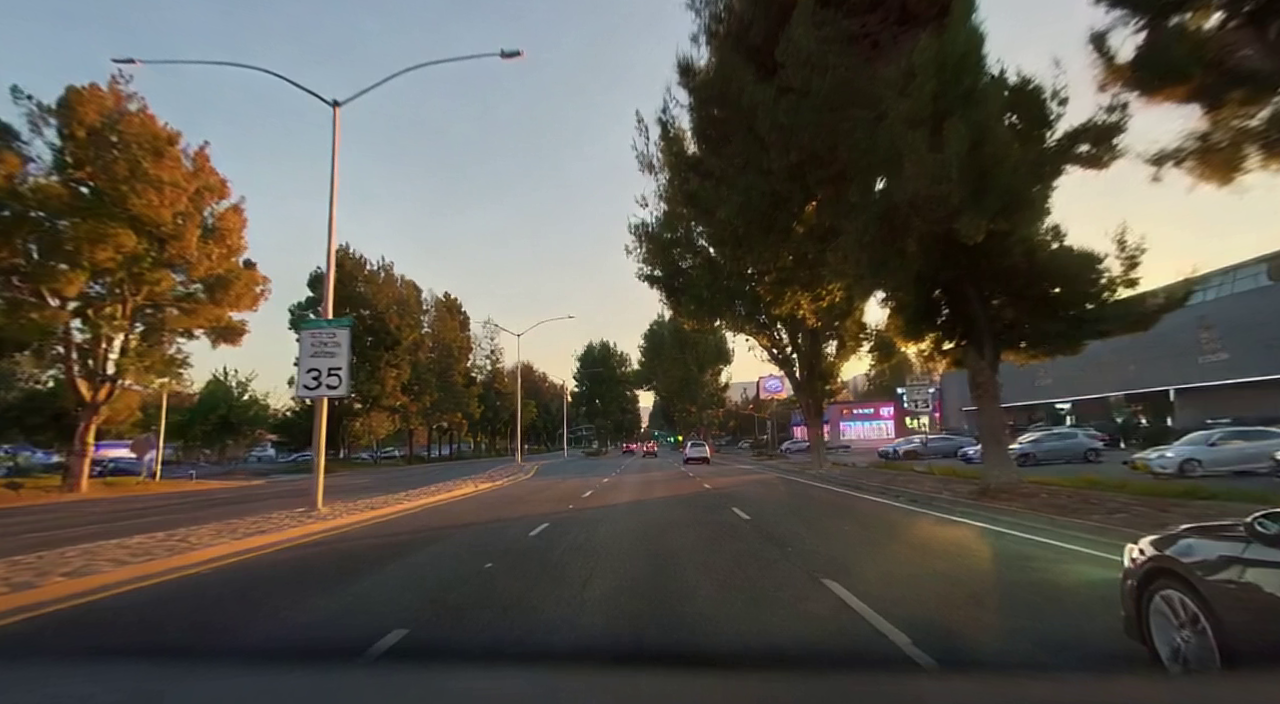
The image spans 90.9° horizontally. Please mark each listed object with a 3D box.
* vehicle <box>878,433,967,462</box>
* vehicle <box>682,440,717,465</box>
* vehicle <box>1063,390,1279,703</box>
[{"bbox_3d":[17.506,5.953,39.225,4.475,1.739,2.151,0,-8,-1],"label":"vehicle"},{"bbox_3d":[4.178,7.104,44.613,2.007,1.683,4.171,0,-8,-1],"label":"vehicle"},{"bbox_3d":[3.521,0.744,1.318,1.995,1.528,4.732,0,-8,0],"label":"vehicle"}]
